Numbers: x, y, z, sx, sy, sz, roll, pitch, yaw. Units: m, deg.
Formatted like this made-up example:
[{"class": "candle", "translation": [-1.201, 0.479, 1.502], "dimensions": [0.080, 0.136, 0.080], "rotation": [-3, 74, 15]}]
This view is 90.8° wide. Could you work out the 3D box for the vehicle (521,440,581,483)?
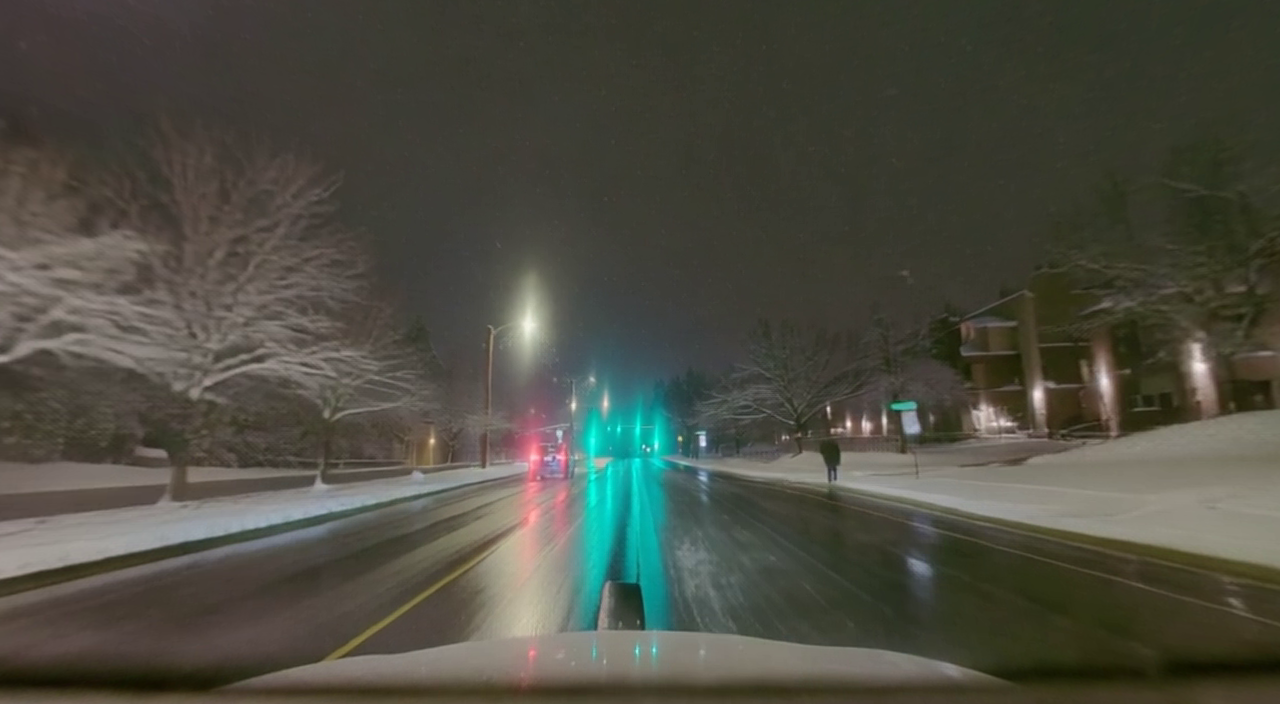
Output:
[{"class": "vehicle", "translation": [-3.854, 4.800, 28.085], "dimensions": [1.993, 1.733, 4.262], "rotation": [0, -9, 1]}]
